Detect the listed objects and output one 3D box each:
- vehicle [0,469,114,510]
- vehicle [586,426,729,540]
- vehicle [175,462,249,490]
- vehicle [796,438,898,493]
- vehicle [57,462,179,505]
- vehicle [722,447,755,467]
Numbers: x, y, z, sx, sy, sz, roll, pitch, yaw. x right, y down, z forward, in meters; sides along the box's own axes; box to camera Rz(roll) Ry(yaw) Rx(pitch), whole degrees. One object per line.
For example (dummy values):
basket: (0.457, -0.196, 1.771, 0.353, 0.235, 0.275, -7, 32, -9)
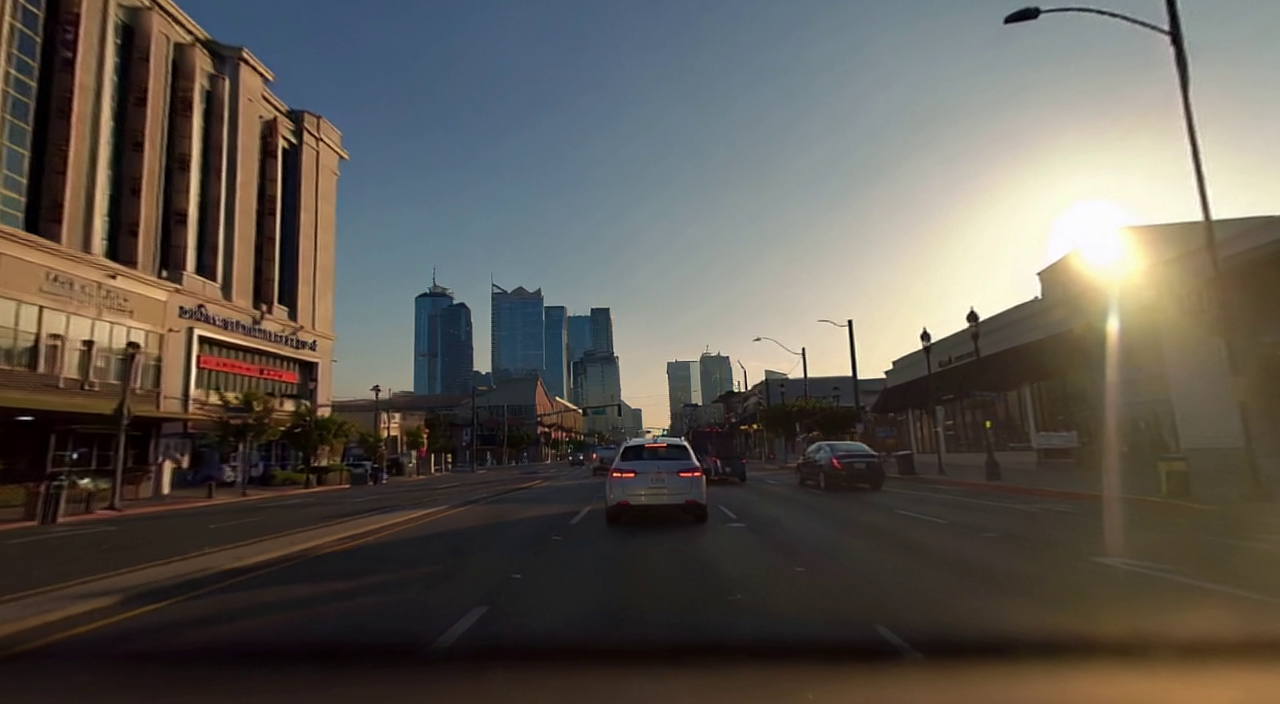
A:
vehicle: (-28.724, 6.749, 31.235, 2.018, 1.716, 4.042, -2, -10, -5)
vehicle: (0.240, 2.240, 11.396, 2.125, 1.669, 3.880, 0, -8, -1)
vehicle: (-27.876, 8.064, 41.176, 1.861, 1.578, 4.152, 0, -8, 1)
vehicle: (6.739, 3.738, 21.094, 2.086, 1.627, 4.294, 0, -8, 2)
vehicle: (-25.865, 6.490, 31.500, 2.026, 1.808, 4.835, 0, -9, -2)
vehicle: (7.746, 8.313, 49.993, 1.900, 1.507, 4.151, 0, -8, 0)
